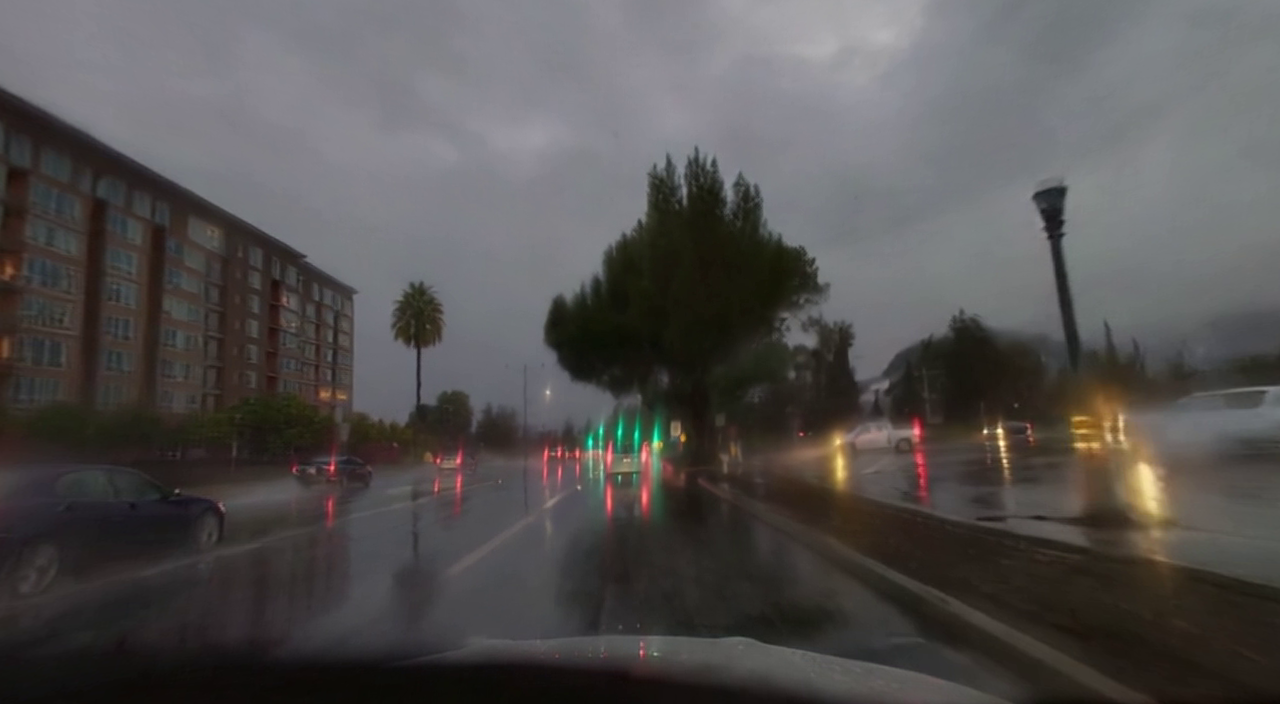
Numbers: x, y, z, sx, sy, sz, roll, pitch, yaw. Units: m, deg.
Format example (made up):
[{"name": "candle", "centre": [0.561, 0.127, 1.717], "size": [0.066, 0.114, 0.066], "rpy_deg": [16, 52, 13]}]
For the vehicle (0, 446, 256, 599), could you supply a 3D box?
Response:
[{"name": "vehicle", "centre": [-7.121, 1.894, 7.778], "size": [1.906, 1.449, 4.576], "rpy_deg": [1, -9, 0]}]

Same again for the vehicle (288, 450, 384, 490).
[{"name": "vehicle", "centre": [-12.699, 4.935, 26.775], "size": [2.024, 1.484, 4.592], "rpy_deg": [1, -9, -4]}]

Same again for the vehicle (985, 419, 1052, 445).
[{"name": "vehicle", "centre": [27.751, 5.864, 46.411], "size": [3.745, 1.450, 1.750], "rpy_deg": [-5, -5, -3]}]

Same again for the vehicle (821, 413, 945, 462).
[{"name": "vehicle", "centre": [12.614, 4.455, 33.135], "size": [5.253, 2.014, 2.666], "rpy_deg": [-4, -7, -5]}]

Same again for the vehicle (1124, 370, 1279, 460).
[{"name": "vehicle", "centre": [15.833, 1.757, 16.375], "size": [2.395, 2.028, 5.135], "rpy_deg": [1, -9, -1]}]

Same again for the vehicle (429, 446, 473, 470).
[{"name": "vehicle", "centre": [-14.503, 8.164, 48.770], "size": [2.064, 1.686, 4.380], "rpy_deg": [1, -9, -1]}]

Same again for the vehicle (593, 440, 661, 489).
[{"name": "vehicle", "centre": [-0.413, 3.788, 21.638], "size": [2.099, 1.469, 4.389], "rpy_deg": [1, -9, -1]}]
